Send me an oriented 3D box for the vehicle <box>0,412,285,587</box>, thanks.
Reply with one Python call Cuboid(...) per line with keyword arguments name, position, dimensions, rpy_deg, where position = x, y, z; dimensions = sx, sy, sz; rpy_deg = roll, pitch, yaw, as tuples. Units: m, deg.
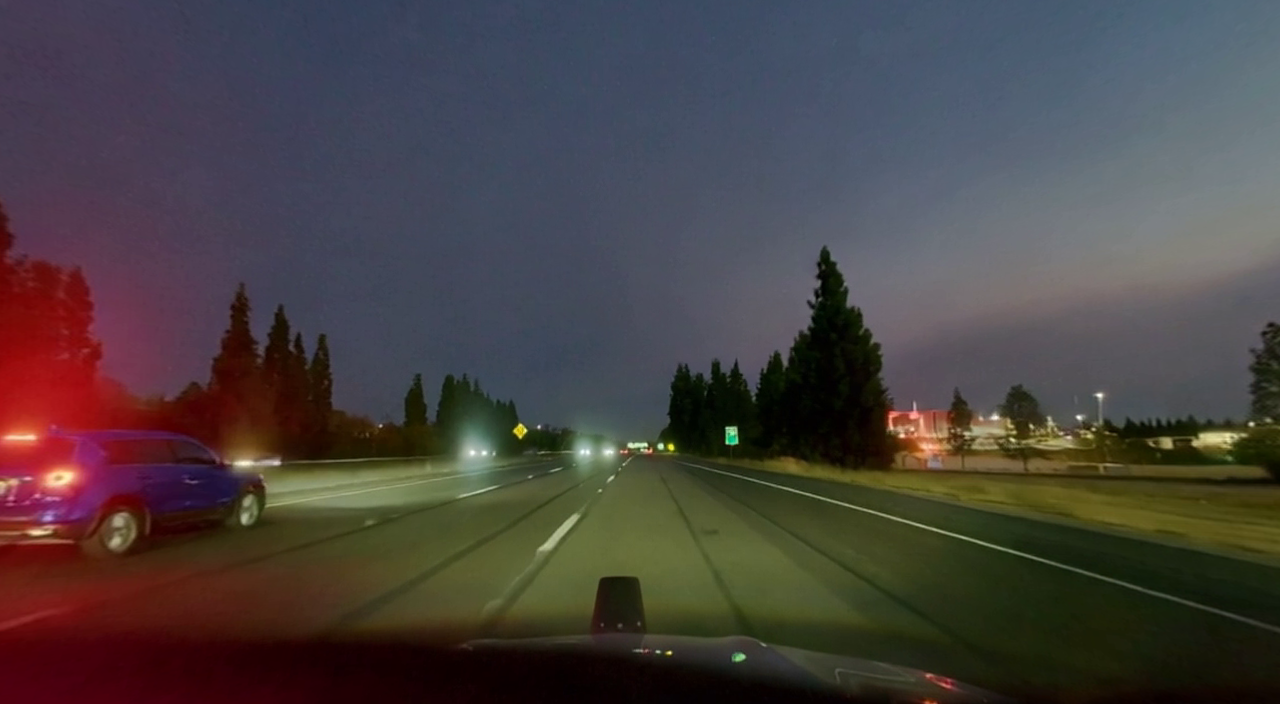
Cuboid(name="vehicle", position=(-7.312, 1.793, 8.609), dimensions=(2.148, 1.709, 4.678), rpy_deg=(0, -8, 1))
